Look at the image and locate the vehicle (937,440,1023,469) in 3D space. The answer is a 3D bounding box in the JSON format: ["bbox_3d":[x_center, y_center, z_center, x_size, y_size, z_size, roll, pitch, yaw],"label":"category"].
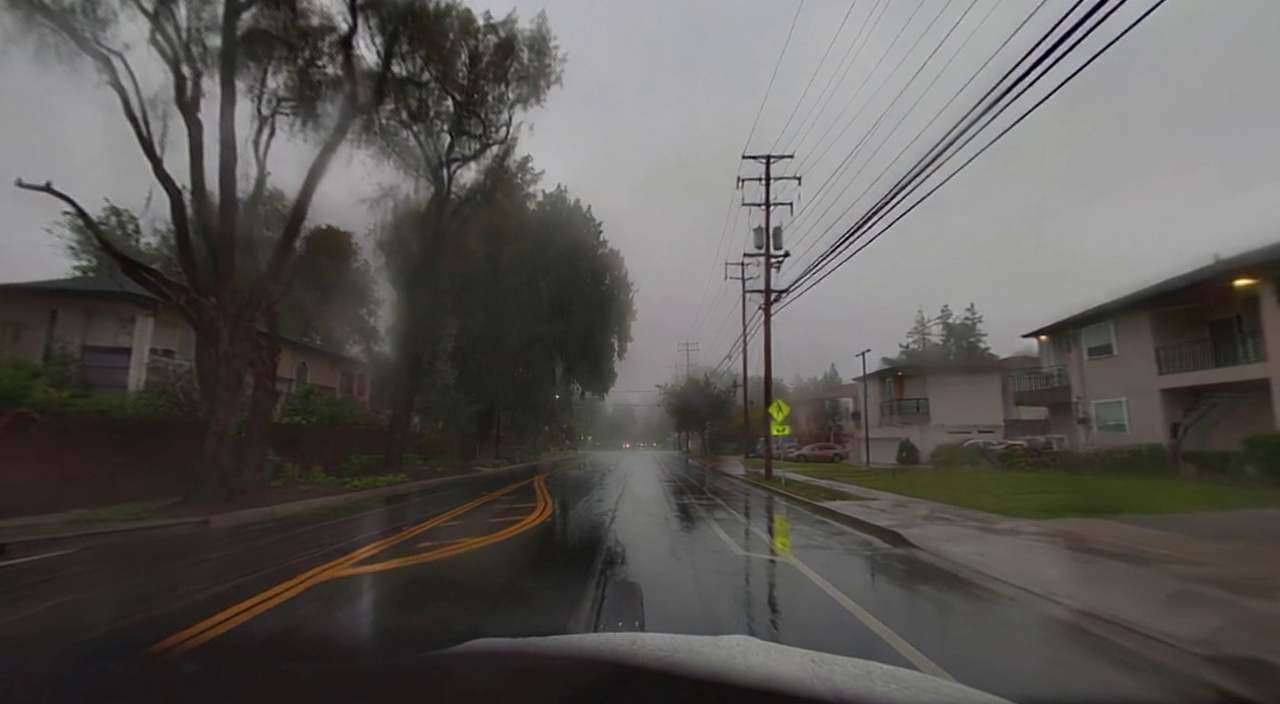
[{"bbox_3d":[21.033,6.325,39.067,3.943,1.664,2.391,0,-8,-1],"label":"vehicle"}]

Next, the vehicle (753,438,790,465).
[{"bbox_3d":[10.242,7.806,49.294,1.912,1.953,4.651,0,-9,0],"label":"vehicle"}]

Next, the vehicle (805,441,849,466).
[{"bbox_3d":[13.518,7.372,45.699,1.935,1.683,4.669,0,-9,2],"label":"vehicle"}]
